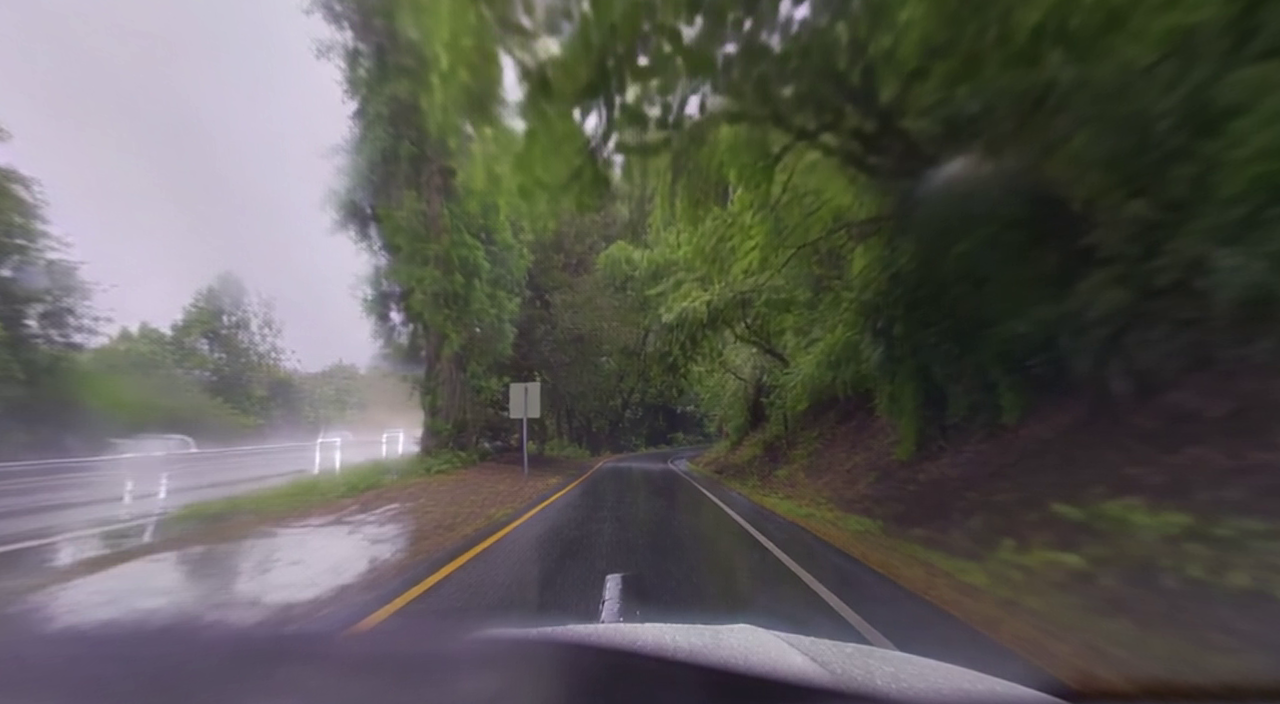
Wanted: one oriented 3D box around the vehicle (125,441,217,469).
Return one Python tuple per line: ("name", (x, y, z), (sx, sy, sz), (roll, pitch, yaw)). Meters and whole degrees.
("vehicle", (-27.429, 6.029, 37.166), (2.298, 1.558, 4.403), (1, -9, -5))
